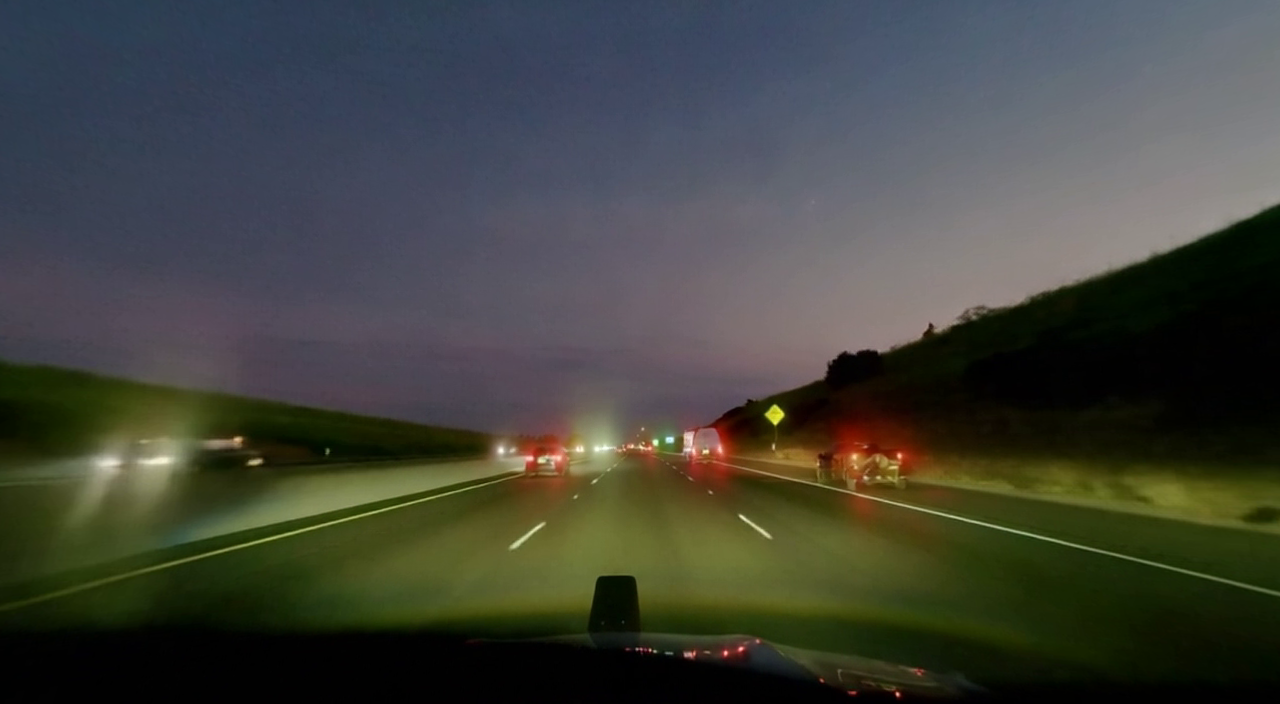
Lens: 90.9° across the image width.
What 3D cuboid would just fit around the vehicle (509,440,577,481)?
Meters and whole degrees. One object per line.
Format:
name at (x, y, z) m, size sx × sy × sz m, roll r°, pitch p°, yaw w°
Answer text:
vehicle at (-3.856, 4.435, 25.905) m, size 2.054 × 1.529 × 4.368 m, roll -1°, pitch -9°, yaw 1°

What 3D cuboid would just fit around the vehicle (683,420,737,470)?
vehicle at (3.936, 5.407, 36.373) m, size 2.361 × 2.636 × 5.684 m, roll 0°, pitch -9°, yaw -1°

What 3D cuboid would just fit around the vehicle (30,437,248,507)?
vehicle at (-11.386, 2.739, 14.752) m, size 1.937 × 1.378 × 3.865 m, roll 0°, pitch -9°, yaw -1°
